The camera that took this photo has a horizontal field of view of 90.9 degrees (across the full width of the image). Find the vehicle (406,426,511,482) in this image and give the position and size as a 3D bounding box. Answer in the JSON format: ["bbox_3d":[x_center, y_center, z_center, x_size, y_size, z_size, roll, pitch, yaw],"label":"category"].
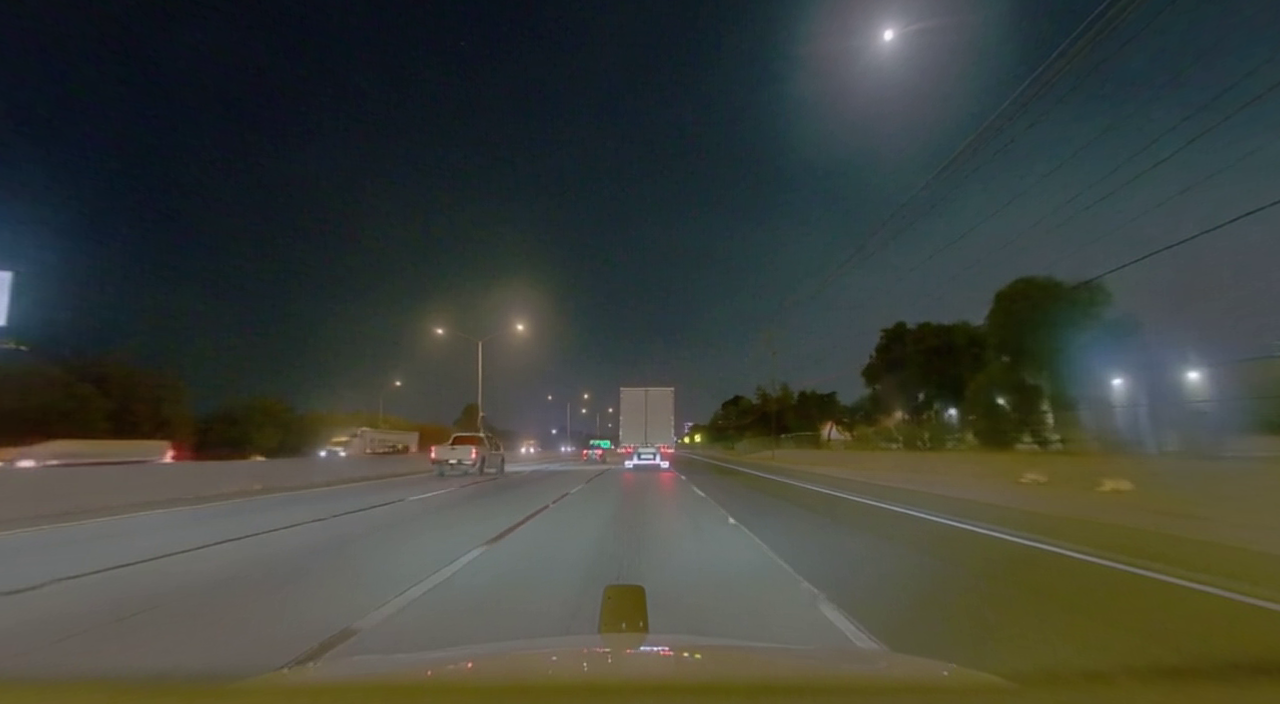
[{"bbox_3d":[-6.987,4.009,25.076,2.263,1.936,5.802,0,-8,2],"label":"vehicle"}]

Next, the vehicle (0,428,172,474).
[{"bbox_3d":[-32.864,5.367,34.329,2.683,2.234,16.264,0,-8,0],"label":"vehicle"}]

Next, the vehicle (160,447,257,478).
[{"bbox_3d":[-21.850,5.562,32.160,1.732,1.442,4.458,0,-8,1],"label":"vehicle"}]

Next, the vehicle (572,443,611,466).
[{"bbox_3d":[-3.293,7.038,43.615,2.138,1.469,4.677,-1,-8,3],"label":"vehicle"}]

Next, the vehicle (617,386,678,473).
[{"bbox_3d":[0.553,4.449,35.300,2.879,4.027,11.243,0,-8,2],"label":"vehicle"}]
